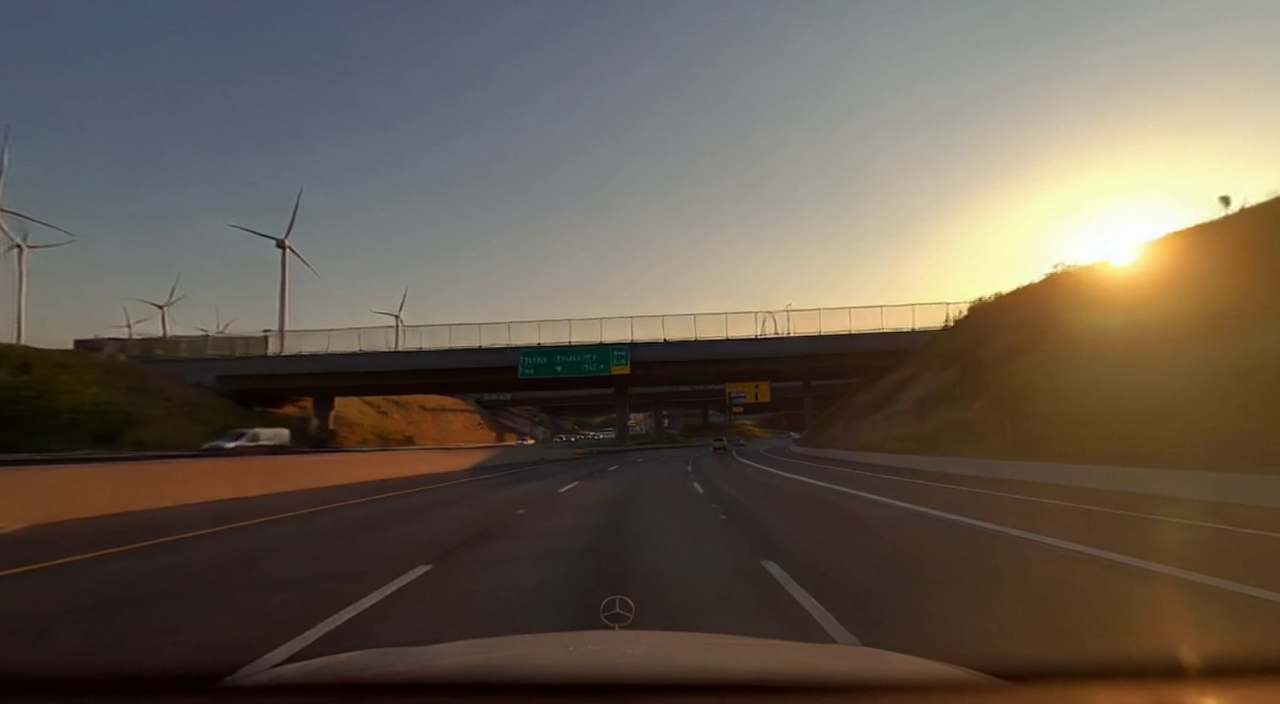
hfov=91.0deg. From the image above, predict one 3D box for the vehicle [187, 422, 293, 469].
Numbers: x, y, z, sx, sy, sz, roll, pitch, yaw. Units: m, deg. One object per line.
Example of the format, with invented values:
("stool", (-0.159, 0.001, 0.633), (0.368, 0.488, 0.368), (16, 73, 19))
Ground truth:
("vehicle", (-19.592, 4.651, 31.198), (2.113, 2.089, 5.212), (0, -9, -4))
